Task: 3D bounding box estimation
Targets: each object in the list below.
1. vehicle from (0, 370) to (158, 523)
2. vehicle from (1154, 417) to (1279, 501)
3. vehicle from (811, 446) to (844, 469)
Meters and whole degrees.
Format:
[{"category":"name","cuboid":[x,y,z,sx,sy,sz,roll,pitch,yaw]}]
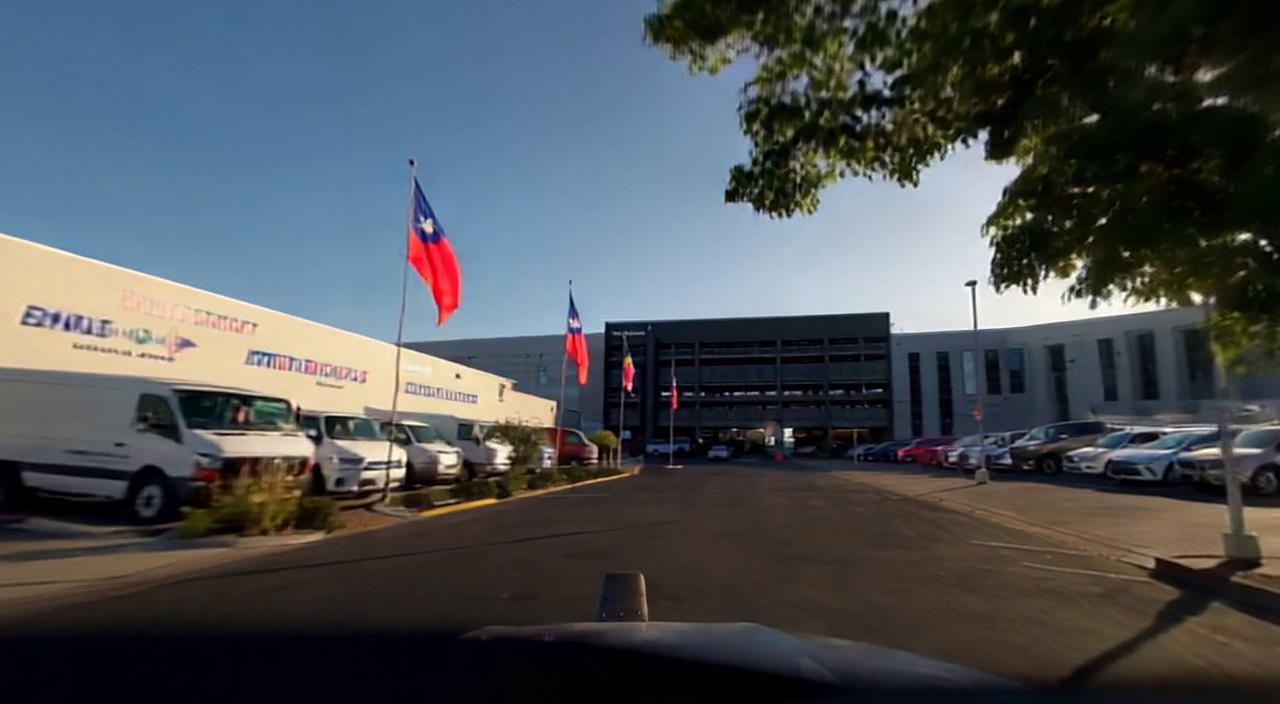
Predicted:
[{"category":"vehicle","cuboid":[-11.917,1.519,10.575,6.632,2.126,2.228,-2,-7,13]},{"category":"vehicle","cuboid":[14.737,2.407,14.483,4.766,1.676,2.167,3,-9,-17]},{"category":"vehicle","cuboid":[14.381,8.112,48.658,2.026,1.659,4.314,-2,-8,11]}]
